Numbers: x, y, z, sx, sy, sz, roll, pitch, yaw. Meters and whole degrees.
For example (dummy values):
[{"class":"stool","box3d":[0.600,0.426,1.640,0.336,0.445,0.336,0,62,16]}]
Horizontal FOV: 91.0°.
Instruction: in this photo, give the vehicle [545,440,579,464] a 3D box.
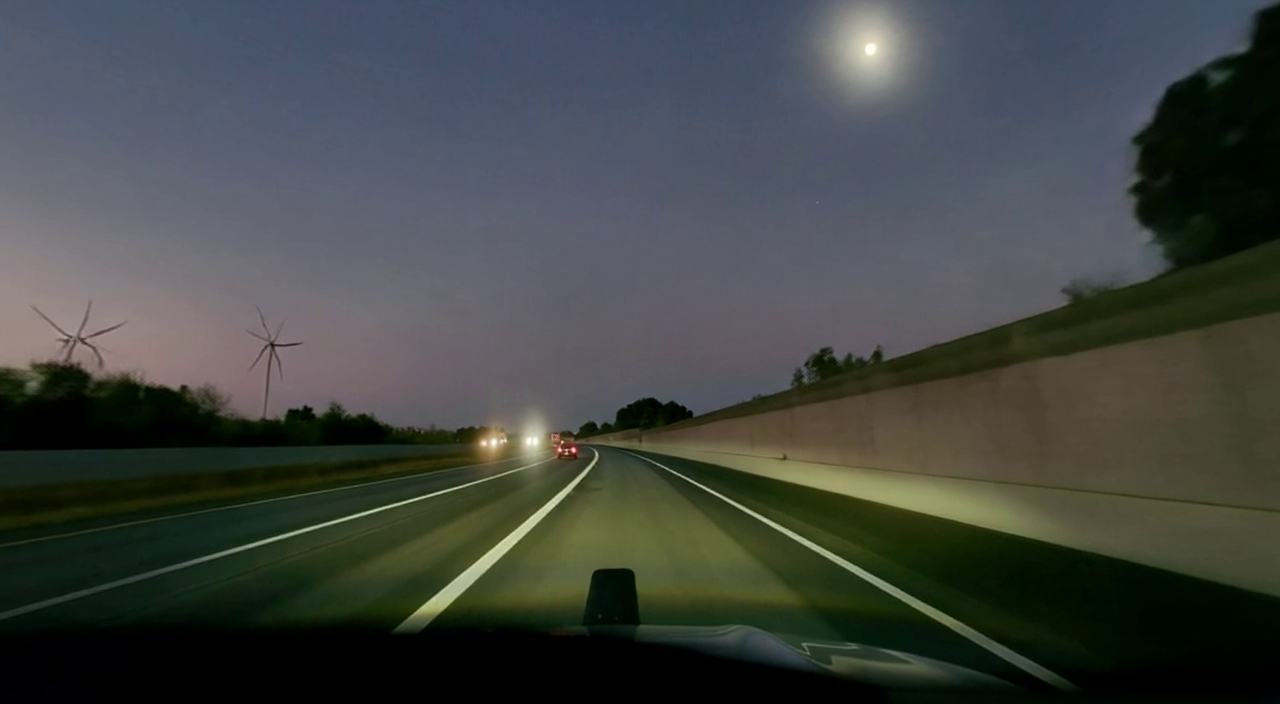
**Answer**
[{"class":"vehicle","box3d":[-5.305,6.873,43.373,2.053,1.549,4.097,0,-8,-3]}]
